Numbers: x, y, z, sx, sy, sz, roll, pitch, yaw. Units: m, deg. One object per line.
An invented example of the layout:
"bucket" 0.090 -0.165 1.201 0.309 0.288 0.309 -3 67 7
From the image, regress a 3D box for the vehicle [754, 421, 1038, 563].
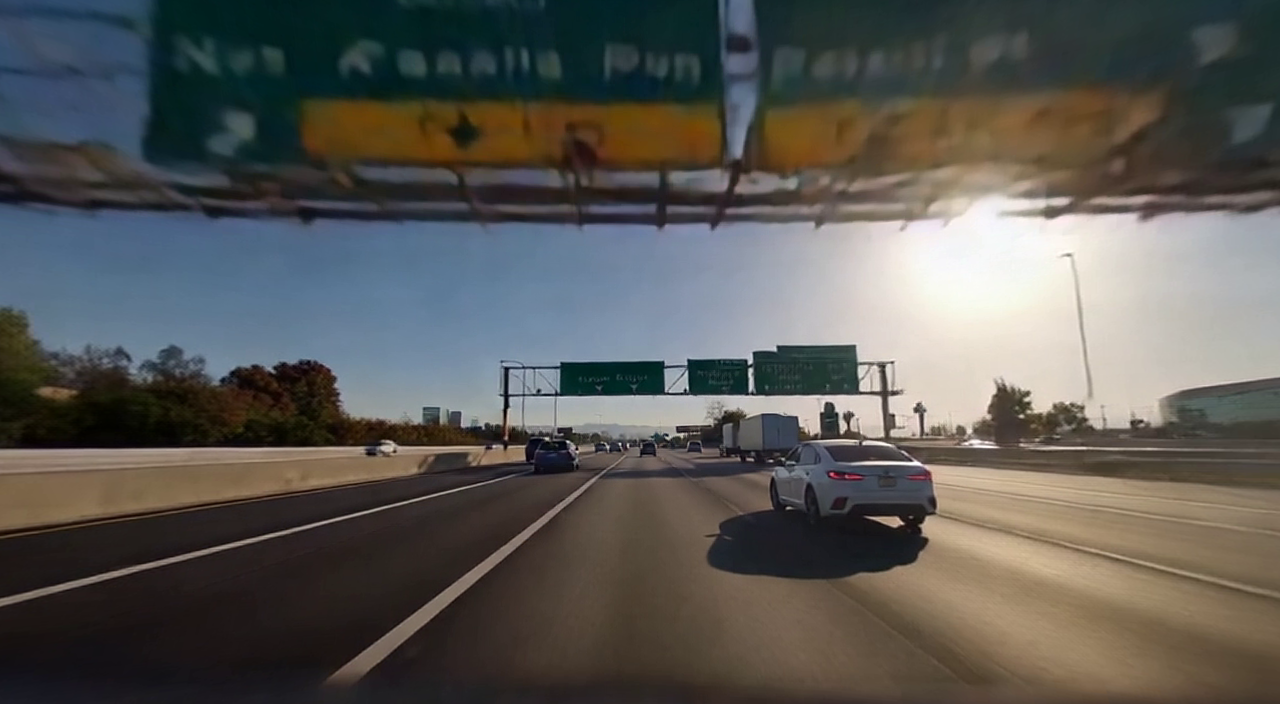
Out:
"vehicle" 3.275 1.909 9.487 2.107 1.550 4.949 0 -8 -1

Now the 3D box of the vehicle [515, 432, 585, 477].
"vehicle" -3.698 4.335 26.873 2.193 1.746 4.512 0 -8 1
